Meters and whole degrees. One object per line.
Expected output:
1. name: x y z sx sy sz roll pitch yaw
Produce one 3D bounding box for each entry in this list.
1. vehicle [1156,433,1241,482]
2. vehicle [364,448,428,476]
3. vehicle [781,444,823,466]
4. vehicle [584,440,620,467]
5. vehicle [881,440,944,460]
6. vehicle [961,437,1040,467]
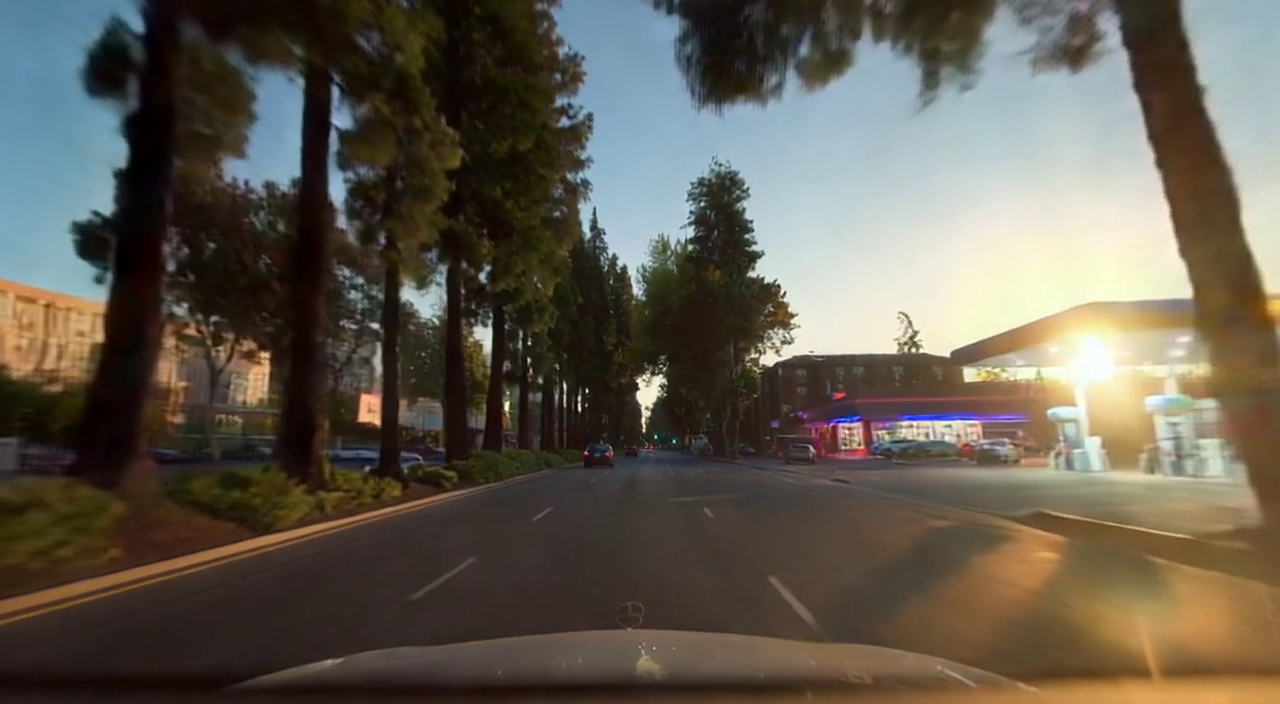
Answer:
1. vehicle: 20.837 3.902 23.456 4.394 1.624 1.803 8 -13 -43
2. vehicle: -14.712 6.653 38.298 1.894 1.574 4.655 0 -9 2
3. vehicle: 11.885 7.571 46.568 1.967 1.500 4.353 -1 -9 1
4. vehicle: -2.687 7.374 45.846 2.196 1.801 4.542 0 -9 1
5. vehicle: 21.539 7.733 49.735 4.674 1.471 1.954 4 -10 -28
6. vehicle: 21.459 5.913 37.478 4.484 1.697 1.959 5 -10 -30
